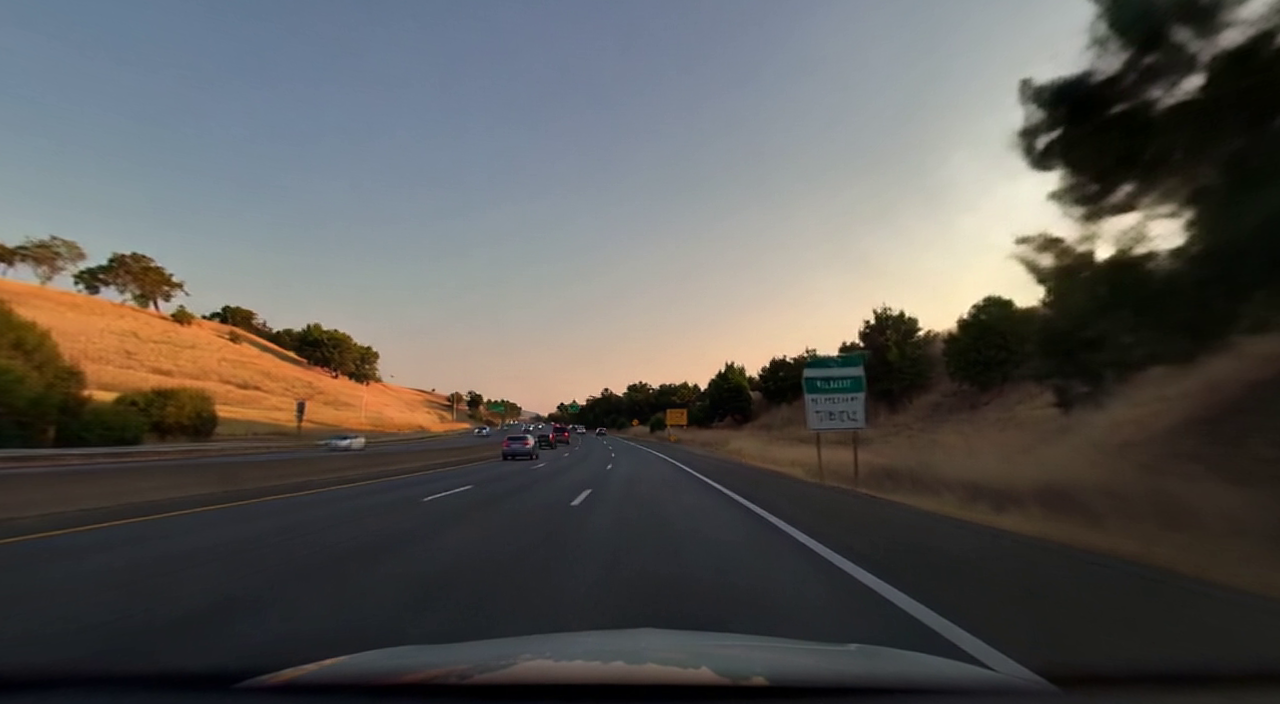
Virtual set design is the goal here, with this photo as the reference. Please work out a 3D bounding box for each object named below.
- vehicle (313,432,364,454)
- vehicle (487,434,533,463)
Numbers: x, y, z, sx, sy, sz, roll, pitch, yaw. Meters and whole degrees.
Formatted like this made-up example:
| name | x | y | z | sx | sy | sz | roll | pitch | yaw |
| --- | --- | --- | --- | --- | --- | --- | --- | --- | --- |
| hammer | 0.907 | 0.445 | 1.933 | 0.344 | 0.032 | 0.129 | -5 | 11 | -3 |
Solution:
| name | x | y | z | sx | sy | sz | roll | pitch | yaw |
| --- | --- | --- | --- | --- | --- | --- | --- | --- | --- |
| vehicle | -22.580 | 6.858 | 47.406 | 1.973 | 1.558 | 4.050 | 0 | -8 | -2 |
| vehicle | -7.735 | 5.791 | 37.858 | 1.931 | 1.608 | 3.977 | 0 | -8 | -1 |
